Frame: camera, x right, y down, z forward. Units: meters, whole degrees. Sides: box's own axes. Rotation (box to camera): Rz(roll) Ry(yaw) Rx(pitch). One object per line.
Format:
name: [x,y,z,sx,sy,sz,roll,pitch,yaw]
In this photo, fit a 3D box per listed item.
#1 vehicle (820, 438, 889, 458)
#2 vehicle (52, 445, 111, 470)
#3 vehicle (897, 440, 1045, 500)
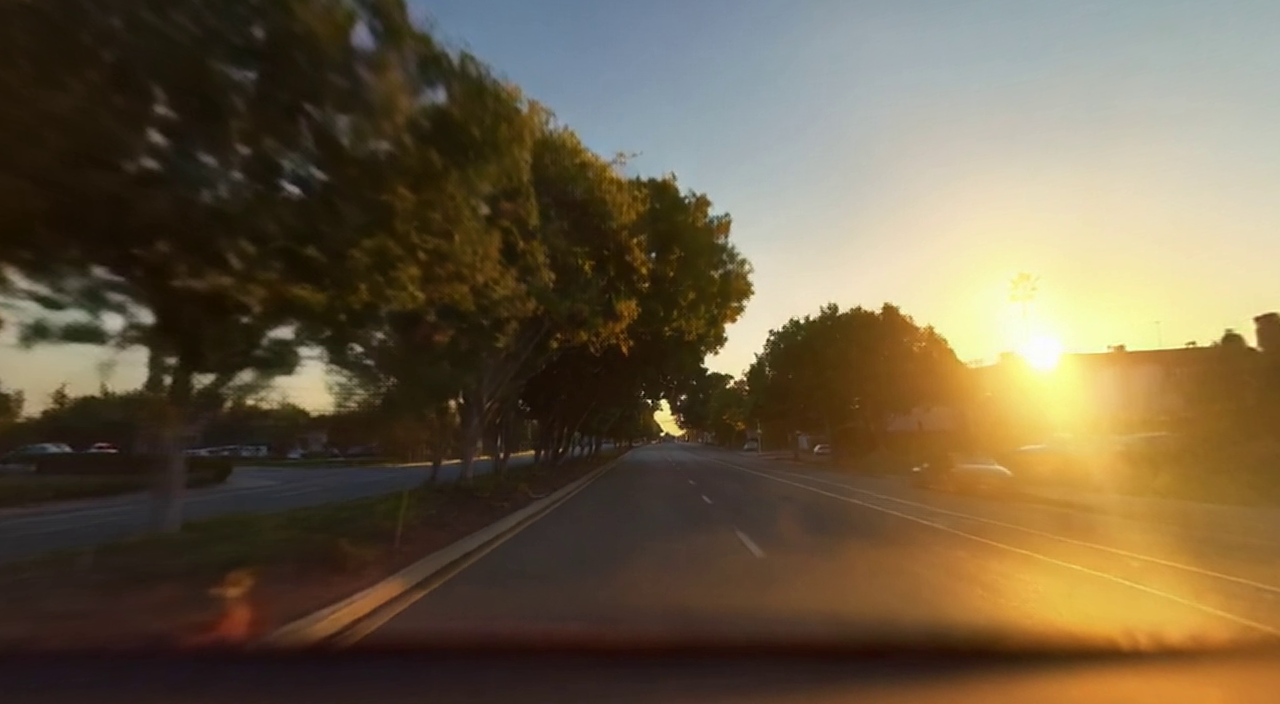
vehicle: [16.553,7.431,48.896,4.592,1.472,2.009,0,-9,0]
vehicle: [-43.892,8.235,49.601,4.783,1.848,2.139,-6,-10,34]
vehicle: [9.666,3.455,18.954,2.076,1.547,4.398,0,-9,0]
